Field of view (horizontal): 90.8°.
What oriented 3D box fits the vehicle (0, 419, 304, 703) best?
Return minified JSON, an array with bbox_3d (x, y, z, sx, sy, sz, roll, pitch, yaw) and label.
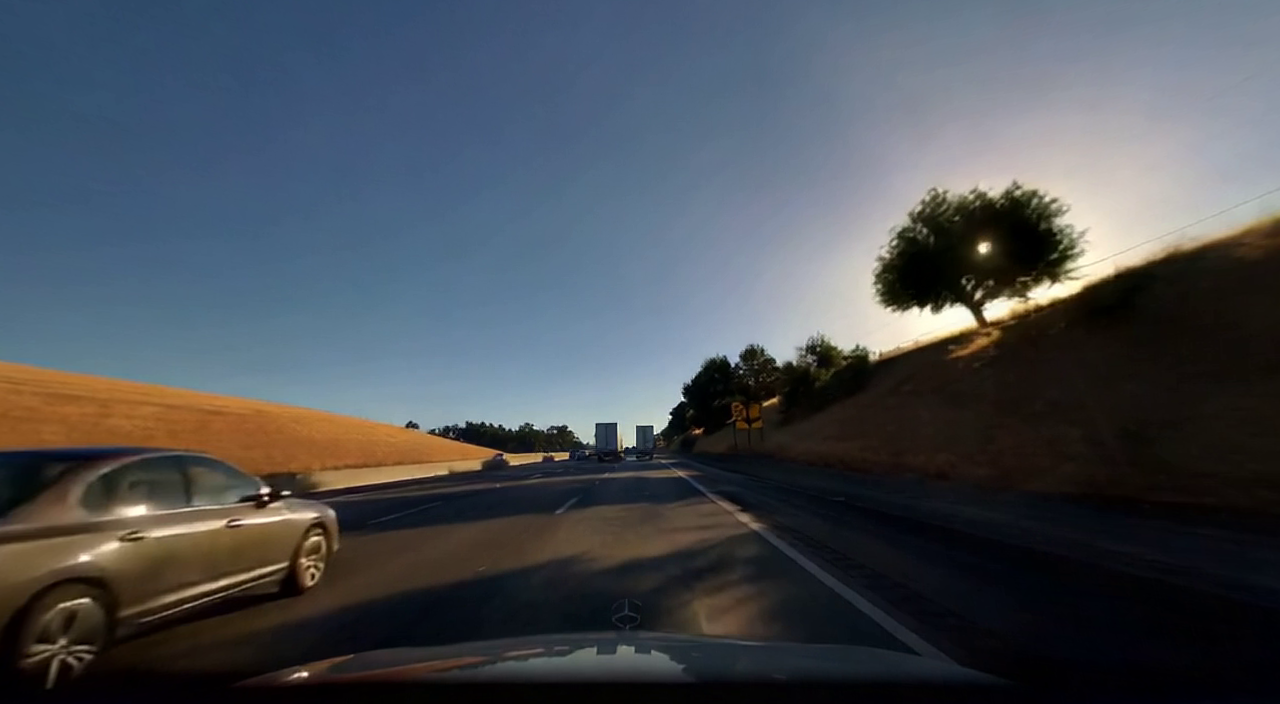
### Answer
[{"bbox_3d":[-4.238,1.213,3.803,1.992,1.535,4.406,0,-9,0],"label":"vehicle"}]
